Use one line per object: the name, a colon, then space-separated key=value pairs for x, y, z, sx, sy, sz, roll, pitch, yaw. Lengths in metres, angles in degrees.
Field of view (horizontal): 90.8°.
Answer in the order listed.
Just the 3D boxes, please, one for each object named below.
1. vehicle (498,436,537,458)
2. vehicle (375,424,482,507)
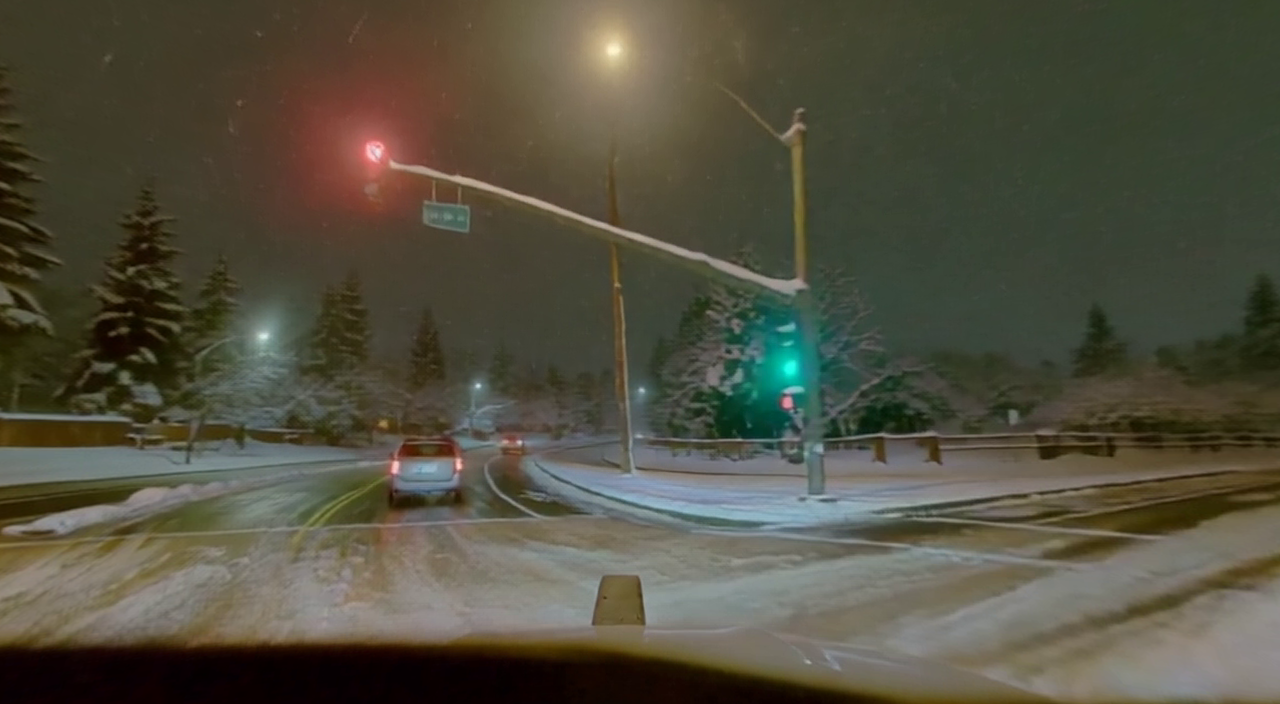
vehicle: x=-8.696 y=6.770 z=45.230 sx=1.929 sy=1.476 sz=4.655 roll=0 pitch=-8 yaw=-1
vehicle: x=-5.416 y=2.886 z=16.599 sx=2.230 sy=1.827 sz=4.580 roll=2 pitch=-9 yaw=-15
